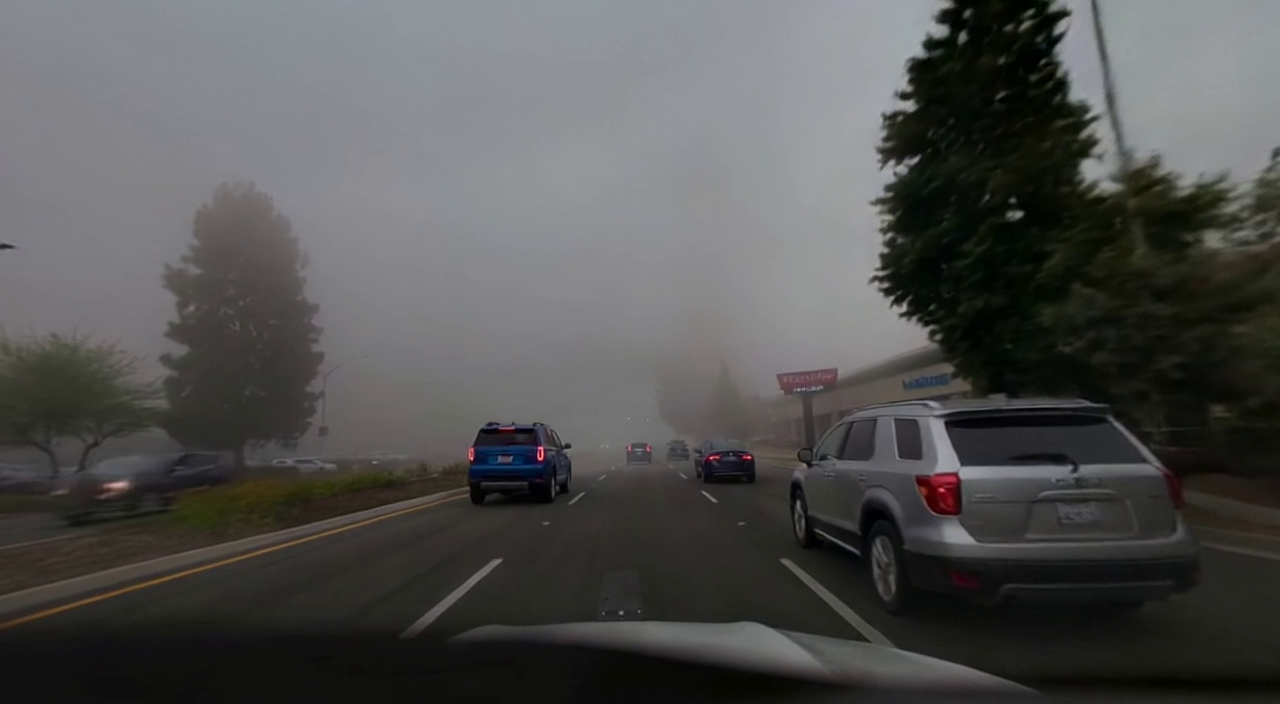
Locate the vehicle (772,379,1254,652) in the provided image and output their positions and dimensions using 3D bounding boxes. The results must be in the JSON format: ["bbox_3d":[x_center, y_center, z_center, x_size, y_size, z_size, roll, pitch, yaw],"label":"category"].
[{"bbox_3d":[2.836,1.355,6.271,2.018,1.719,4.369,0,-8,-1],"label":"vehicle"}]

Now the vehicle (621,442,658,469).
[{"bbox_3d":[-0.053,6.069,37.292,2.008,1.464,4.052,0,-8,-1],"label":"vehicle"}]

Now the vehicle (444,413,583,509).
[{"bbox_3d":[-2.953,2.728,16.251,2.368,2.037,5.319,0,-8,1],"label":"vehicle"}]

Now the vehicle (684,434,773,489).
[{"bbox_3d":[2.788,3.599,21.122,2.174,1.596,4.779,0,-8,-1],"label":"vehicle"}]

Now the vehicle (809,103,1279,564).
[{"bbox_3d":[7.189,0.845,12.650,2.878,4.158,16.287,0,-8,-1],"label":"vehicle"}]

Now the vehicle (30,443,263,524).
[{"bbox_3d":[-11.584,3.059,15.364,2.134,1.661,4.374,0,-8,0],"label":"vehicle"}]
